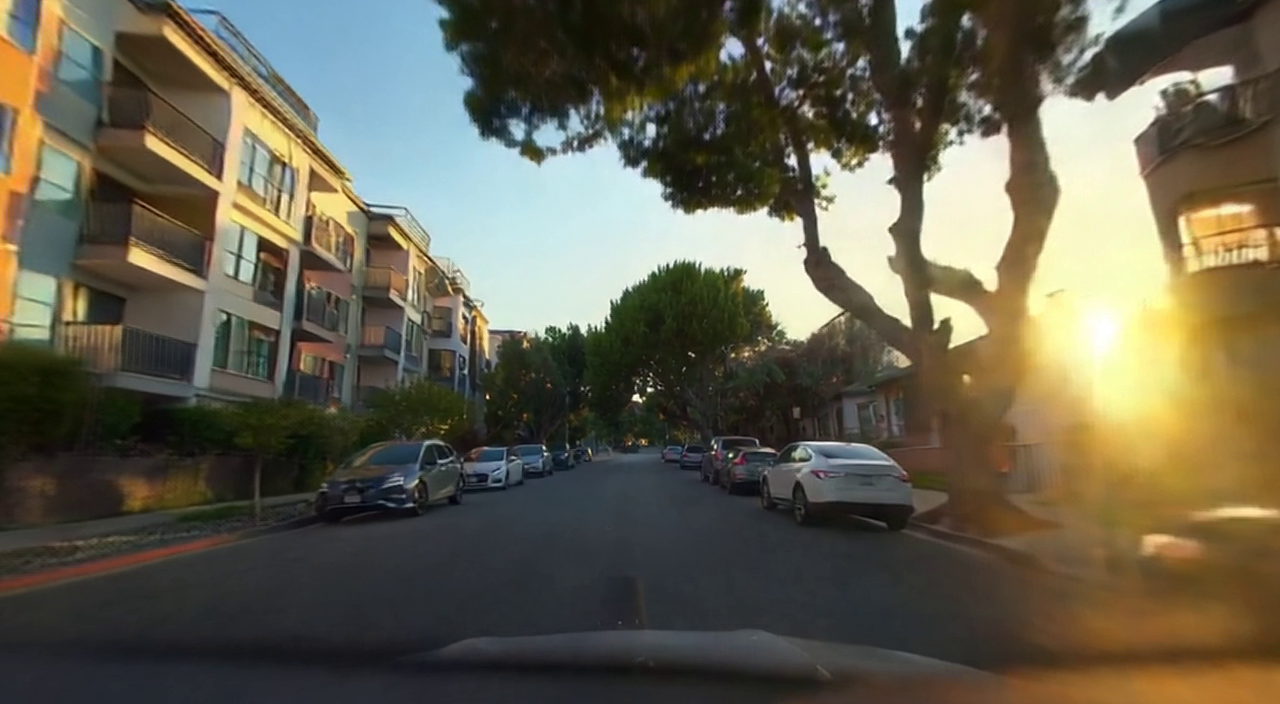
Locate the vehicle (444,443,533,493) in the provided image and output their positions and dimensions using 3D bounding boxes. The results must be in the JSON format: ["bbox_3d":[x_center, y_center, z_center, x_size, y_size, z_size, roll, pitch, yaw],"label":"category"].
[{"bbox_3d":[-5.708,4.385,24.578,2.256,1.590,5.488,-3,-8,-2],"label":"vehicle"}]

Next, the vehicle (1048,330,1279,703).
[{"bbox_3d":[3.947,0.585,0.962,2.473,1.895,6.050,0,-10,-2],"label":"vehicle"}]

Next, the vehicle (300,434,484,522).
[{"bbox_3d":[-5.620,2.891,15.301,2.222,1.735,5.215,0,-8,1],"label":"vehicle"}]

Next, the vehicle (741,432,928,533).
[{"bbox_3d":[3.772,2.614,13.454,2.187,1.699,5.038,0,-8,-2],"label":"vehicle"}]
